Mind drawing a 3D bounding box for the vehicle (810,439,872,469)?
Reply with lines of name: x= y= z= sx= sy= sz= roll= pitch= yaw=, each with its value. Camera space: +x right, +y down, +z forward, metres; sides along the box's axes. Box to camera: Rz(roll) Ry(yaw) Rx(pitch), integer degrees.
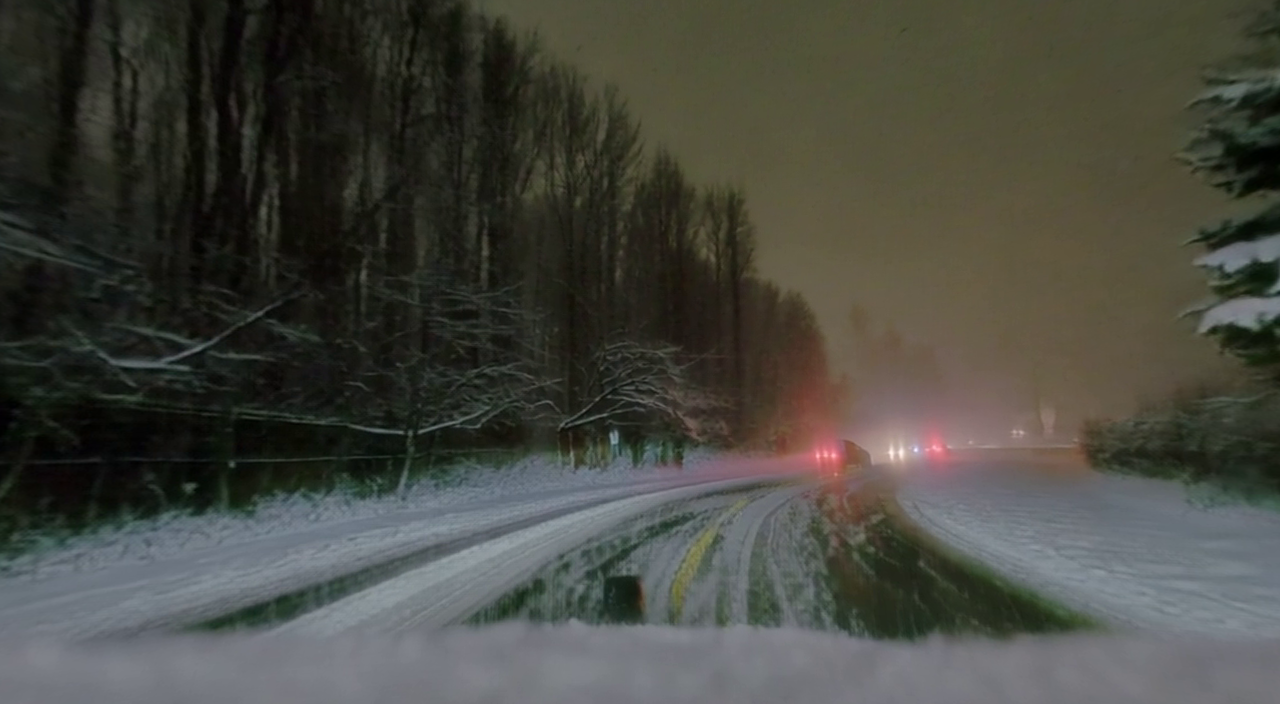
vehicle: x=12.895 y=6.507 z=40.140 sx=4.257 sy=1.789 sz=1.988 roll=9 pitch=-11 yaw=-43
